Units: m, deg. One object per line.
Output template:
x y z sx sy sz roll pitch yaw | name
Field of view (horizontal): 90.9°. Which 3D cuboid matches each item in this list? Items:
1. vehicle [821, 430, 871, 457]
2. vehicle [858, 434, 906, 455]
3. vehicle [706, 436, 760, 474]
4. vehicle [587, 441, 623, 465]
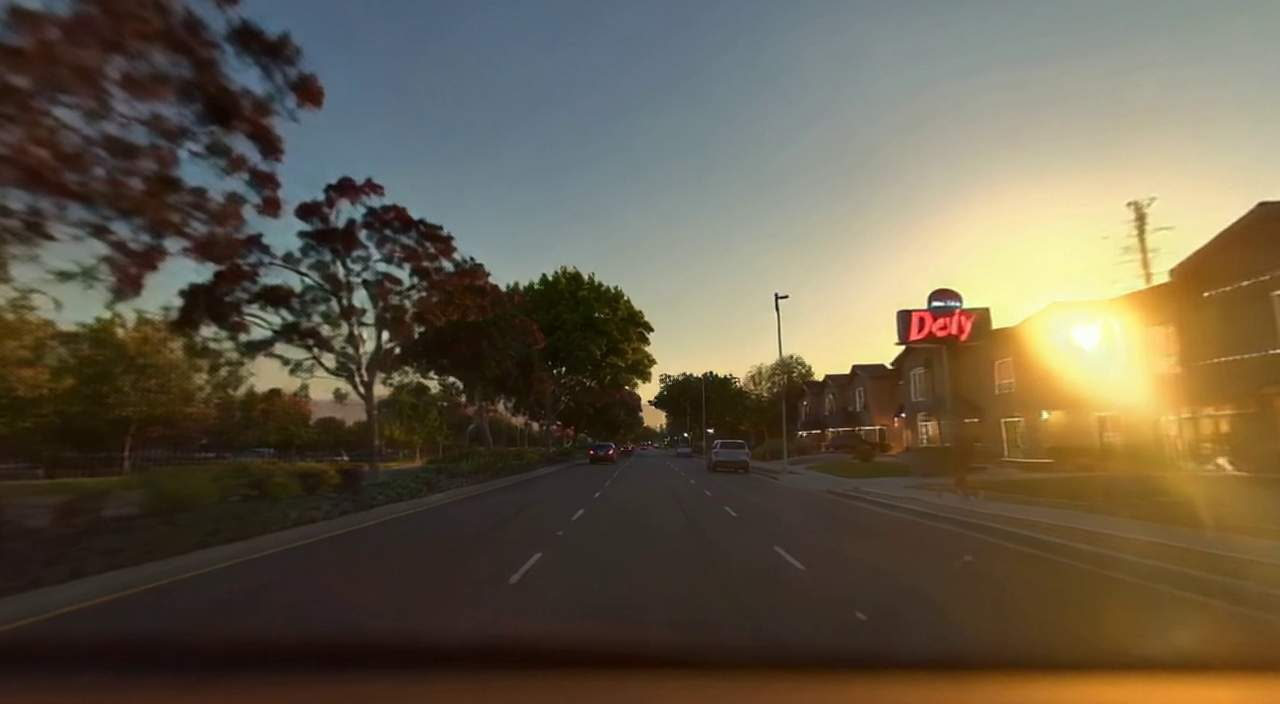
15.061 6.725 46.327 2.202 1.822 4.978 -1 -8 3 | vehicle
17.850 6.879 46.717 1.953 1.488 4.129 0 -8 1 | vehicle
4.588 5.134 31.697 2.067 1.755 4.616 0 -8 1 | vehicle
-2.353 6.983 43.650 2.176 1.543 4.335 0 -8 1 | vehicle
